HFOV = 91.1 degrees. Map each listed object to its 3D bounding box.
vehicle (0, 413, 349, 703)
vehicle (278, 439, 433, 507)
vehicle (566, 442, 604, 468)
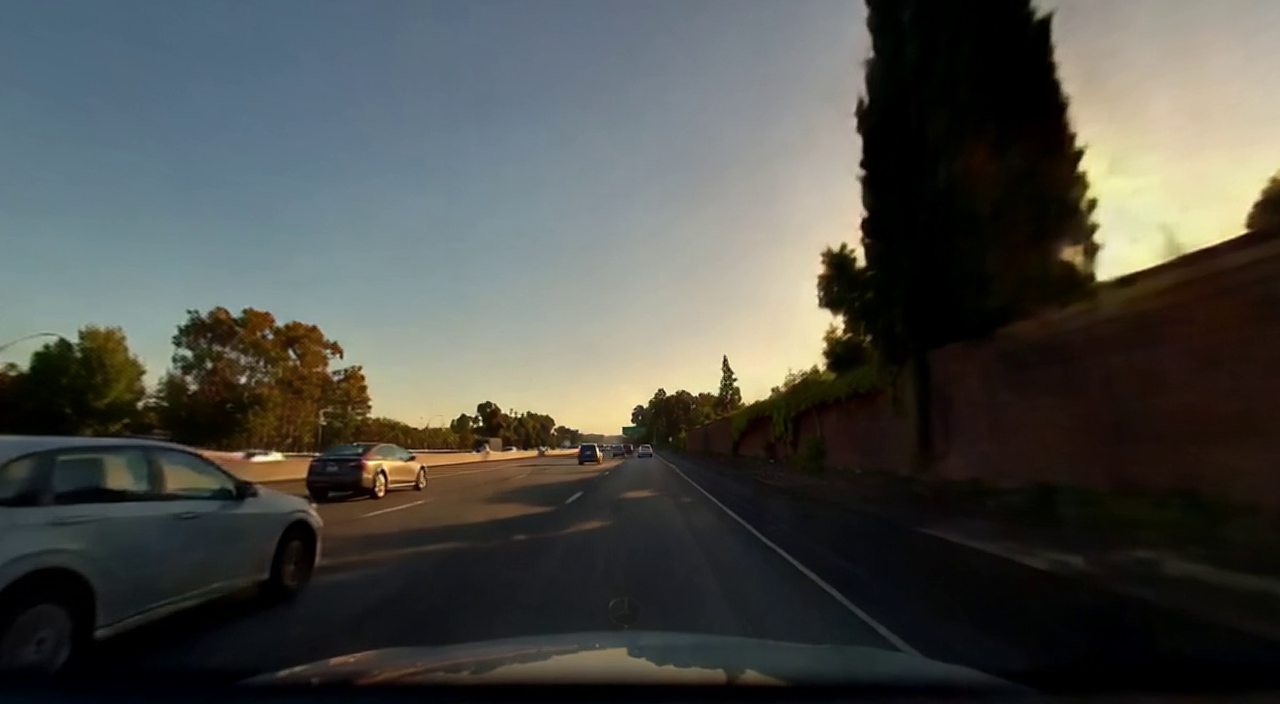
[{"bbox_3d":[-3.756,1.134,3.501,1.945,1.484,4.803,0,-8,0],"label":"vehicle"},{"bbox_3d":[-7.050,3.021,16.143,1.942,1.502,4.216,0,-8,1],"label":"vehicle"},{"bbox_3d":[-3.592,6.863,41.999,2.036,1.636,4.511,0,-8,1],"label":"vehicle"}]
